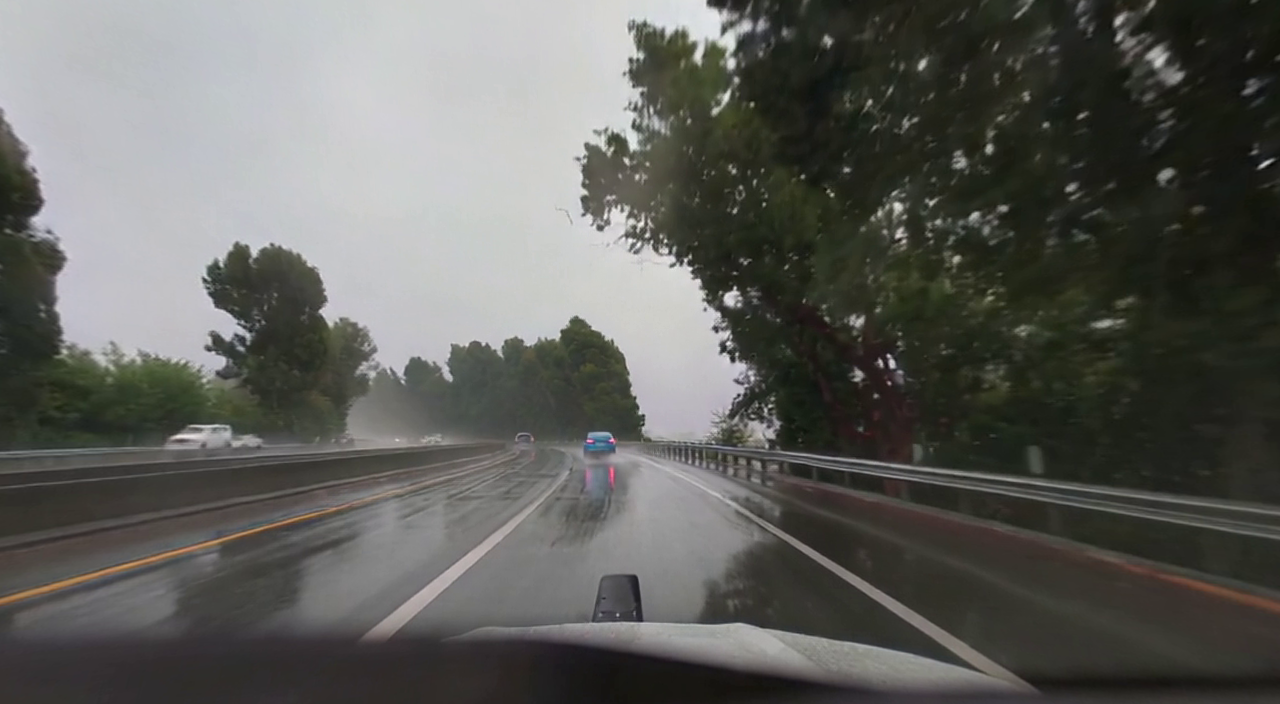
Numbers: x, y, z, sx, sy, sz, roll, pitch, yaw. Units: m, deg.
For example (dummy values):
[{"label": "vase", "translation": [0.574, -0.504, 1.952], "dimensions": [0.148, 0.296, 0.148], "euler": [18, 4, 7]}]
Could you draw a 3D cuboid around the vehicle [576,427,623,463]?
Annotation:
[{"label": "vehicle", "translation": [-2.325, 5.210, 35.507], "dimensions": [2.452, 1.857, 4.022], "euler": [0, -8, -5]}]
